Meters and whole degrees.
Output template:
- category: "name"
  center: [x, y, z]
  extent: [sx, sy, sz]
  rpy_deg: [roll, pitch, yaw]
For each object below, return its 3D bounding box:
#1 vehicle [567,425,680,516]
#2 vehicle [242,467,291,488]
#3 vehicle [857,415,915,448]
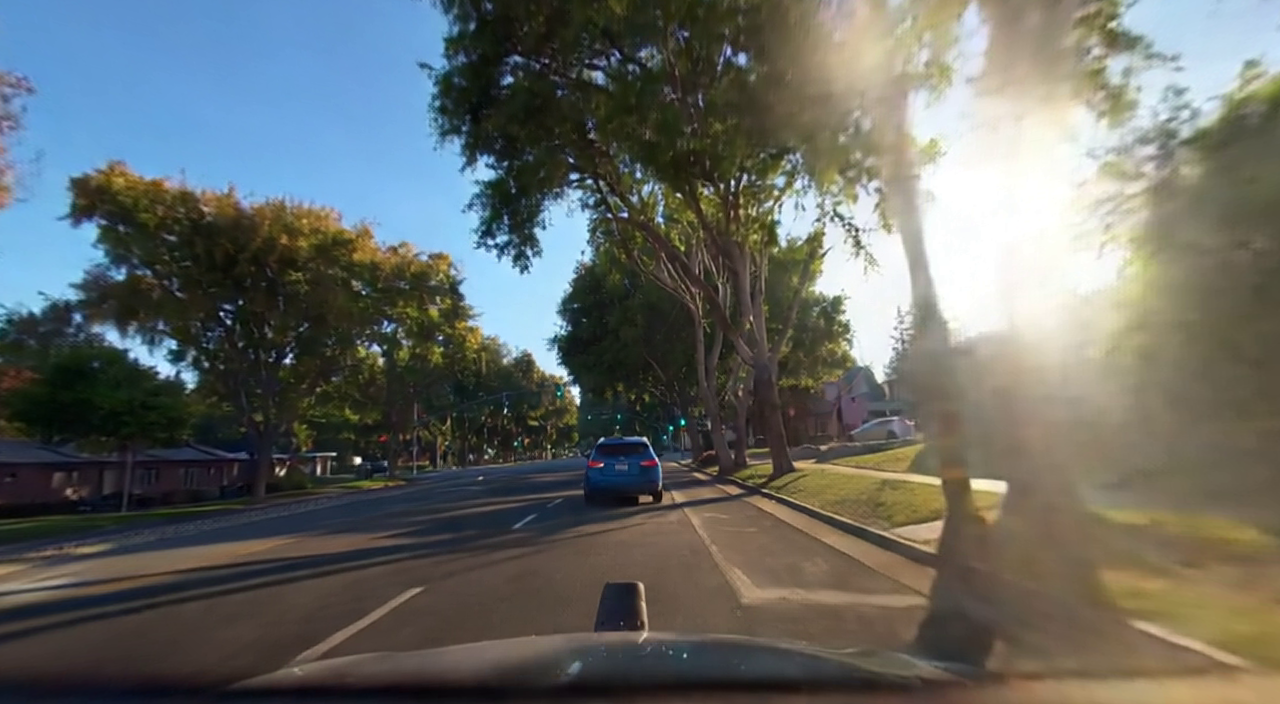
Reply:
- category: "vehicle"
  center: [-0.347, 2.541, 14.023]
  extent: [2.136, 1.703, 3.910]
  rpy_deg: [0, -8, -1]
- category: "vehicle"
  center: [-28.675, 9.600, 48.661]
  extent: [1.771, 1.435, 4.144]
  rpy_deg: [-1, -10, -8]
- category: "vehicle"
  center: [16.234, 5.336, 42.011]
  extent: [2.039, 1.990, 5.111]
  rpy_deg: [-1, -8, 4]
